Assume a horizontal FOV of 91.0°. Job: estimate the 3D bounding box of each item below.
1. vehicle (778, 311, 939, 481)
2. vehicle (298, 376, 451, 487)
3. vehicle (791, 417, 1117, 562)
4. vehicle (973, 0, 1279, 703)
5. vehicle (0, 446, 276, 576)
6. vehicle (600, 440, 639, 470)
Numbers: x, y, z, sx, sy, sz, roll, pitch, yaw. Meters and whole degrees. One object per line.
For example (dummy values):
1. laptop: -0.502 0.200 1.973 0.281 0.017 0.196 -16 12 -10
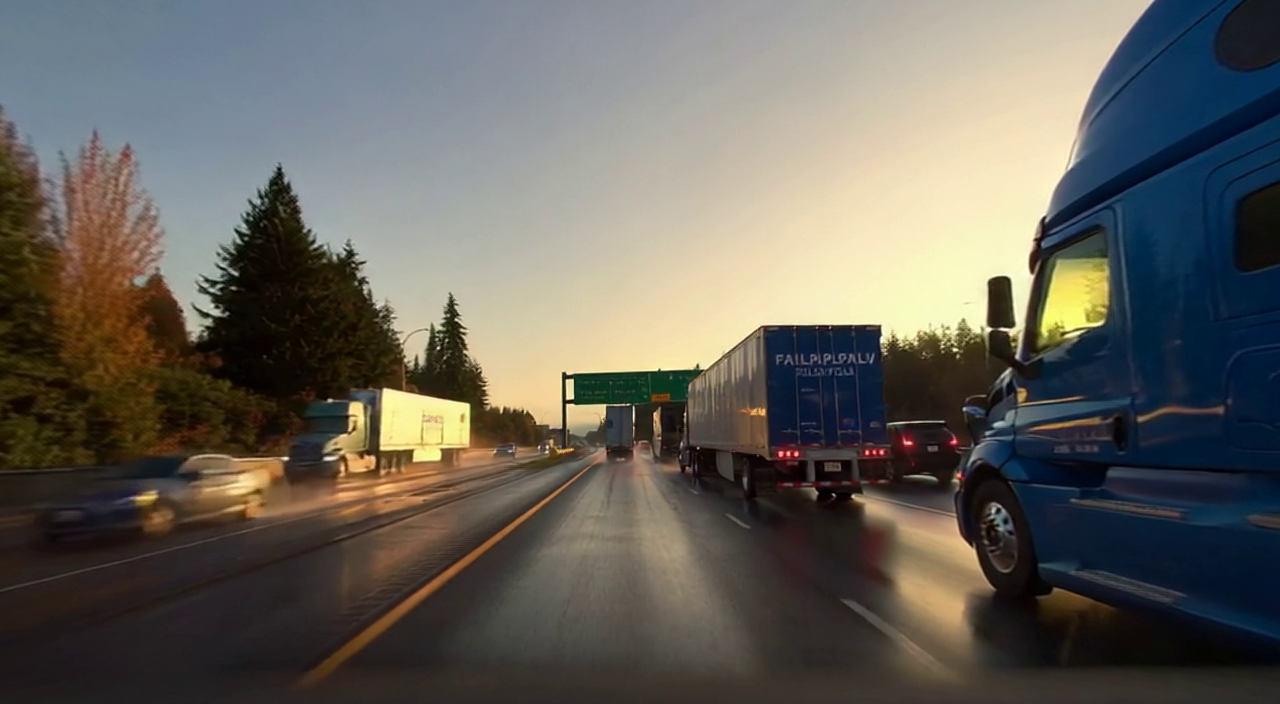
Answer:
1. vehicle: 4.148 0.898 12.367 2.244 3.047 2.035 0 -8 -2
2. vehicle: -13.064 4.206 32.792 2.972 4.669 12.286 0 -8 -2
3. vehicle: 4.434 1.745 8.808 4.253 1.543 2.045 4 -9 -31
4. vehicle: 4.023 -0.226 1.479 2.951 3.857 5.902 0 -8 -2
5. vehicle: -8.455 2.417 10.523 2.045 1.603 4.731 0 -8 -2
6. vehicle: -1.076 5.447 33.474 1.943 1.491 3.459 0 -8 -1
